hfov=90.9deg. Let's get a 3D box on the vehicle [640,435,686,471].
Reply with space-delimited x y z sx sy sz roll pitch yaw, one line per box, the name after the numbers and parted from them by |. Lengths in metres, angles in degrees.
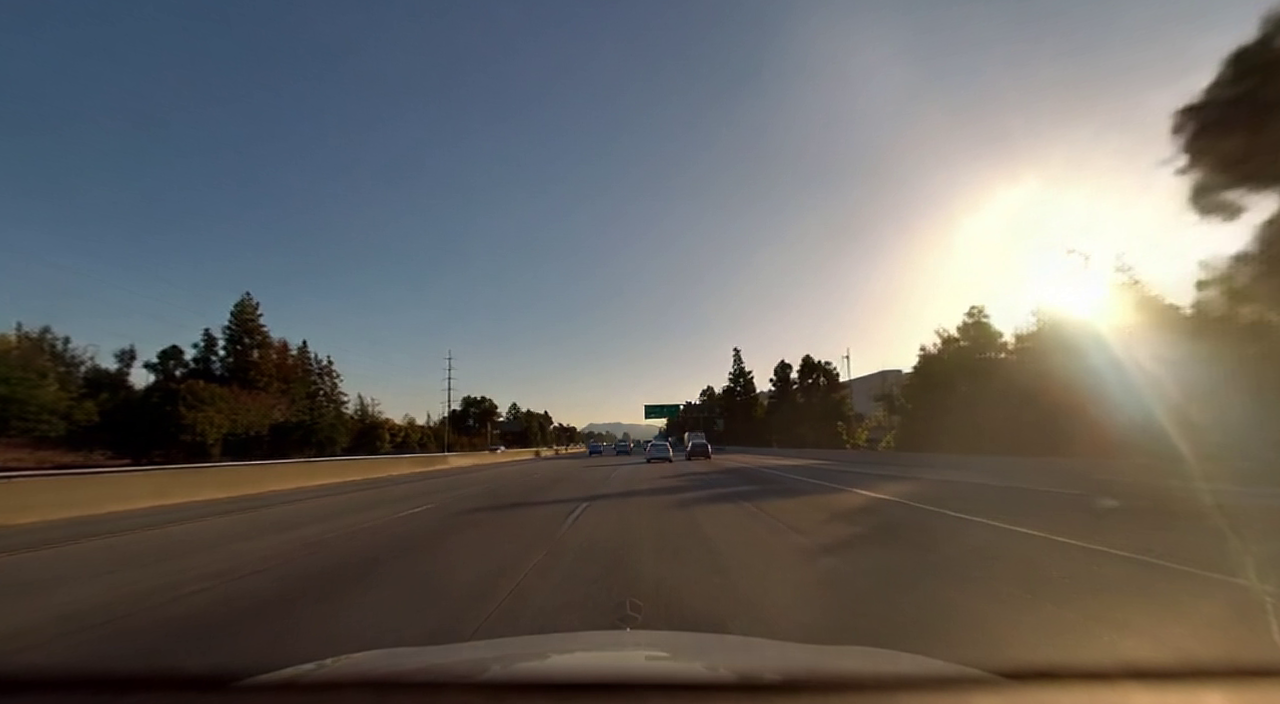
1.160 5.364 33.636 2.260 1.766 4.348 0 -8 0 | vehicle
